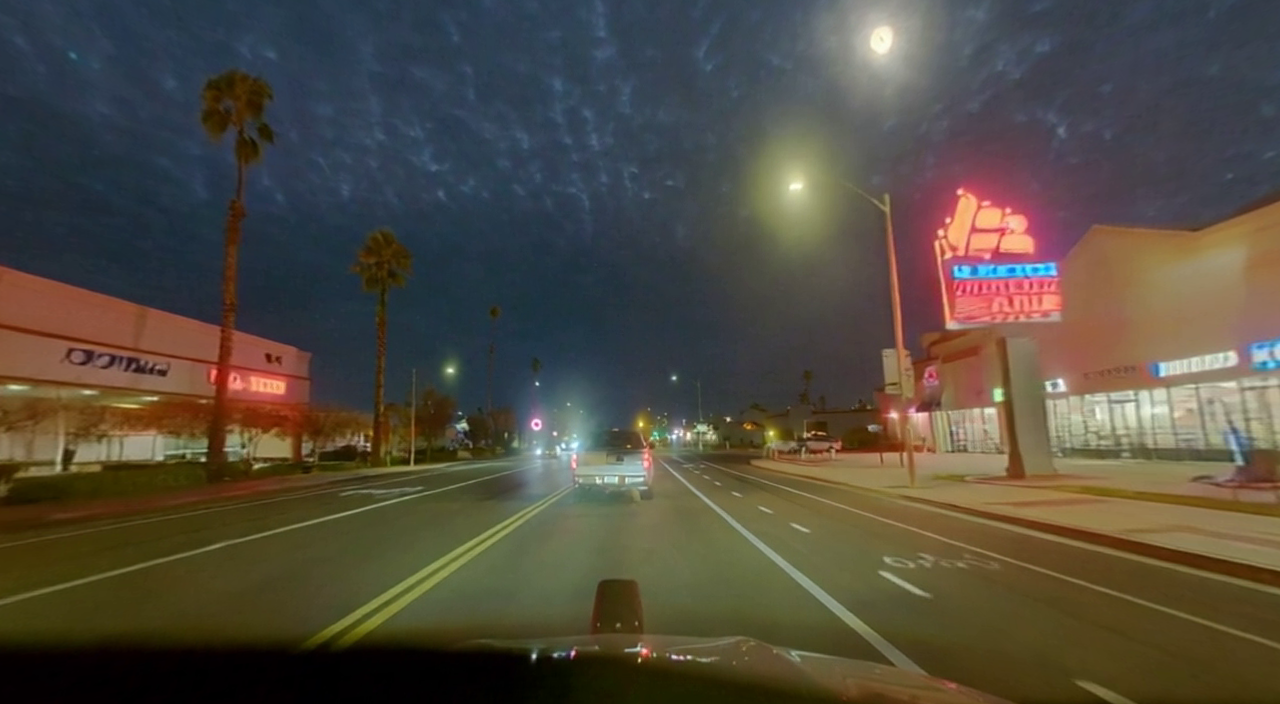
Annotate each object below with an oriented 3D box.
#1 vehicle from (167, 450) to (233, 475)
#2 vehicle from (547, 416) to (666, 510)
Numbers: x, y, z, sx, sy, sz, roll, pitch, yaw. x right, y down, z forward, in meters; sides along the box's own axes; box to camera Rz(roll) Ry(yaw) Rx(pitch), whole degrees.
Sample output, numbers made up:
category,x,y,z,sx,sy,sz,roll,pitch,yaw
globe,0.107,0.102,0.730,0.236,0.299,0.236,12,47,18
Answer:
category,x,y,z,sx,sy,sz,roll,pitch,yaw
vehicle,-29.578,7.399,42.471,2.172,1.504,4.669,3,-9,-17
vehicle,-0.663,2.411,14.036,2.239,1.763,4.096,0,-9,-1
